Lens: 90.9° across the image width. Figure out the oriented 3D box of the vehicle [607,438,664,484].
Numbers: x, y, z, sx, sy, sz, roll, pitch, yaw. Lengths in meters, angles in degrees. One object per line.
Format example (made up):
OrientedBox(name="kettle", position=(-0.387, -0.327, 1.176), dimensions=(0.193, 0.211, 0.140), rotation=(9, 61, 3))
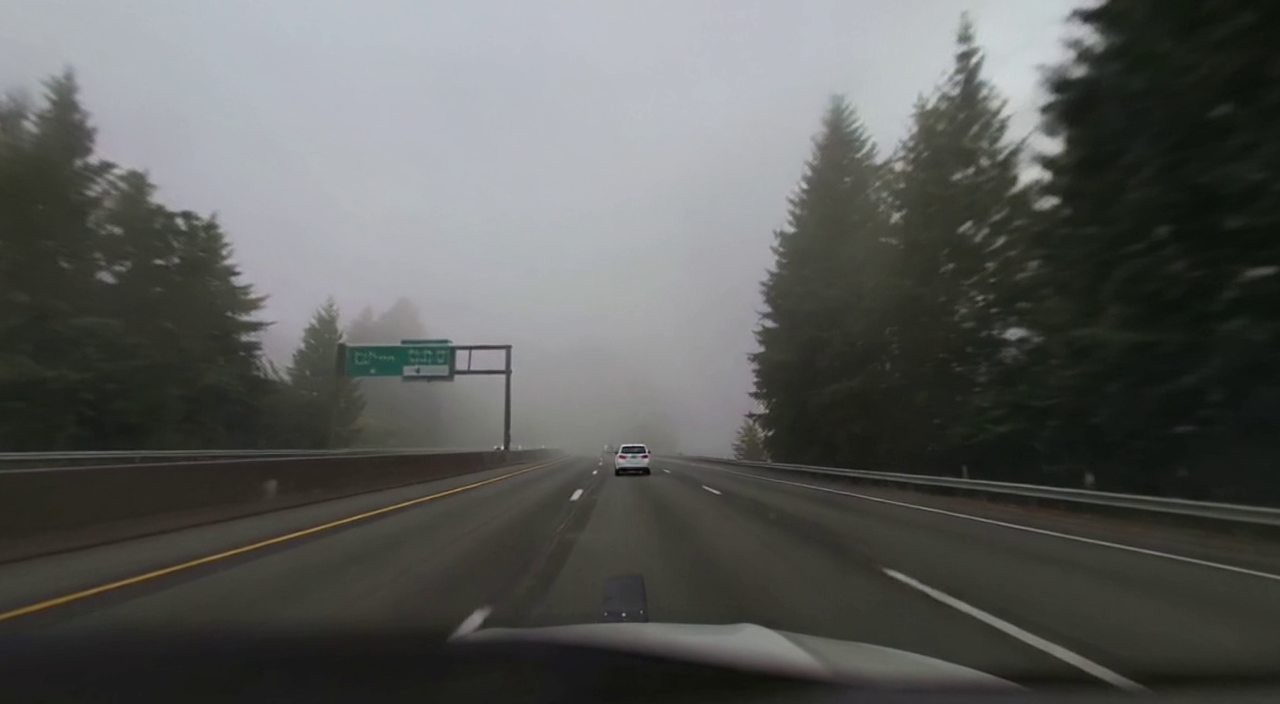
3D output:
OrientedBox(name="vehicle", position=(-0.262, 4.138, 24.159), dimensions=(2.011, 1.590, 3.607), rotation=(0, -8, -3))
